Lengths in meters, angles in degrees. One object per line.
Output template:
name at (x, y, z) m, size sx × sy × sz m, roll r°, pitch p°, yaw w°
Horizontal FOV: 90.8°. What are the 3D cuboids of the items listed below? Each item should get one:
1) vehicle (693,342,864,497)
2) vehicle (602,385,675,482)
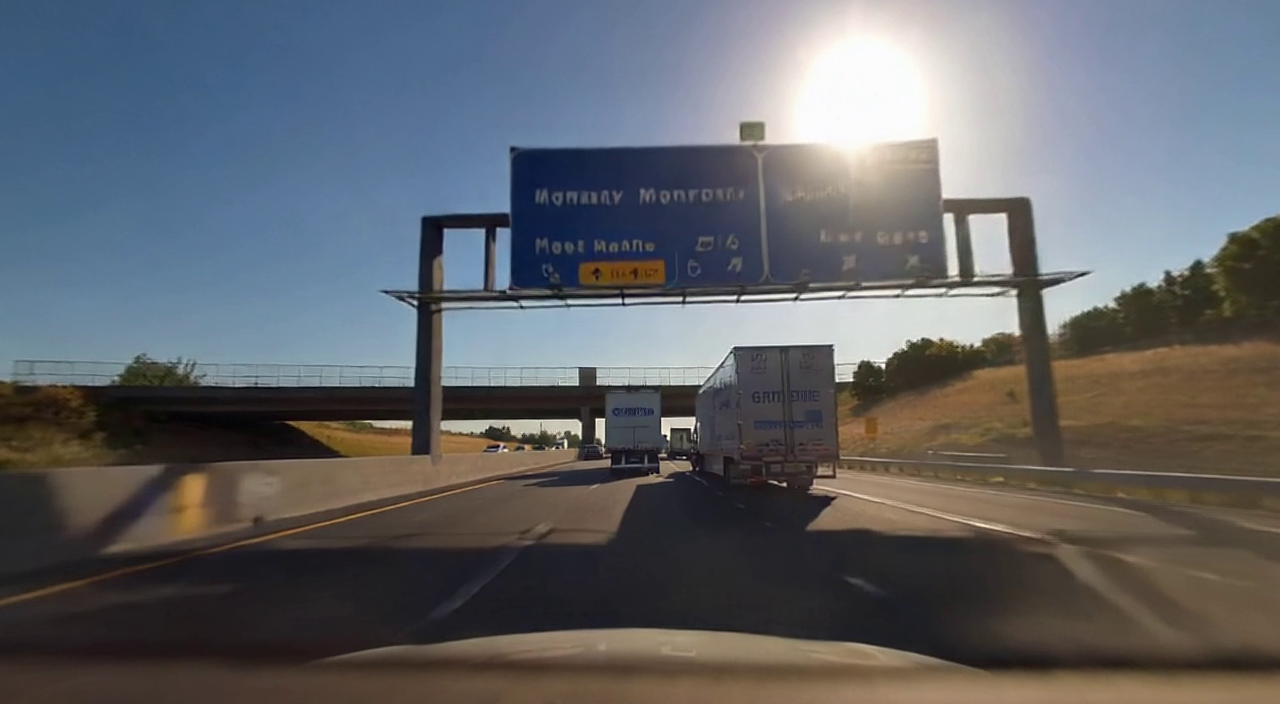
vehicle at (4.274, 2.874, 24.086) m, size 3.044 × 4.128 × 14.482 m, roll 0°, pitch -9°, yaw -1°
vehicle at (-0.063, 3.951, 29.809) m, size 2.864 × 3.805 × 9.709 m, roll 0°, pitch -9°, yaw 0°
